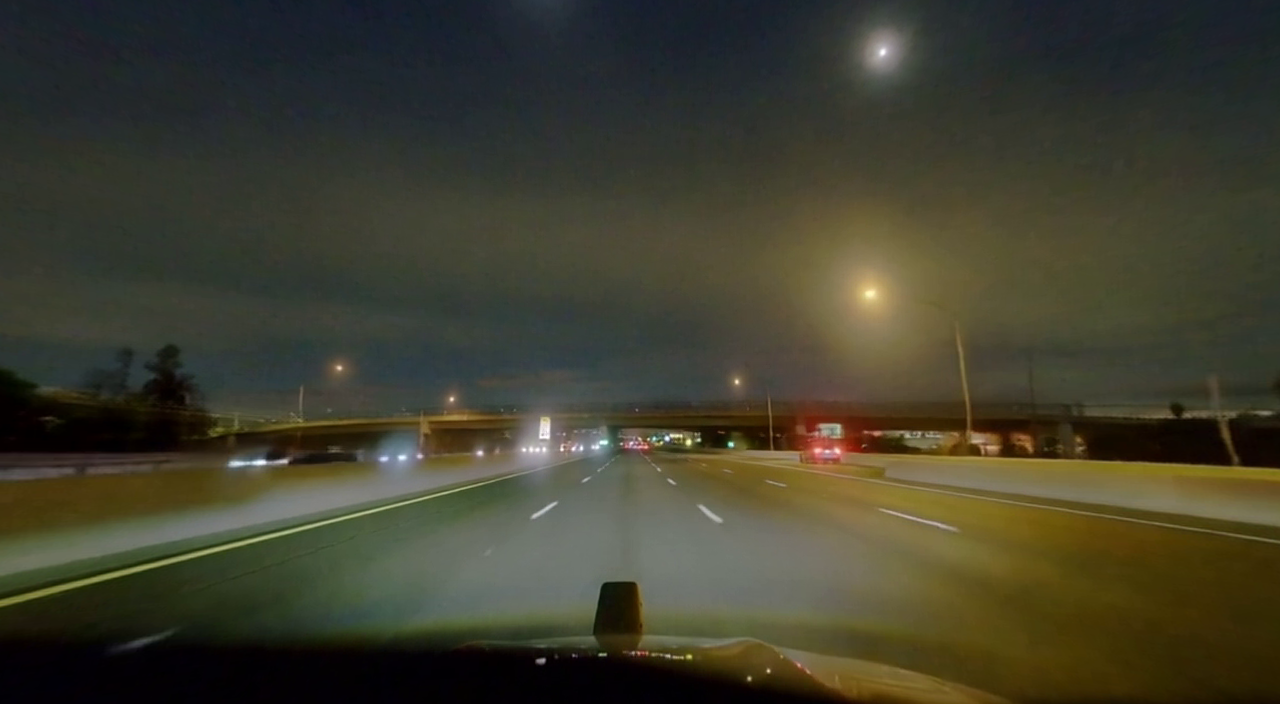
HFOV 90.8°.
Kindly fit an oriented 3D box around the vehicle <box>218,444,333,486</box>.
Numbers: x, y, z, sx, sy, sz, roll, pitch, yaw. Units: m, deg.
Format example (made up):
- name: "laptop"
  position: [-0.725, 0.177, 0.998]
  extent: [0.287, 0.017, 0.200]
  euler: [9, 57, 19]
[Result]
- name: "vehicle"
  position: [-14.139, 4.380, 24.849]
  extent: [1.916, 1.470, 4.449]
  euler: [0, -9, -1]
